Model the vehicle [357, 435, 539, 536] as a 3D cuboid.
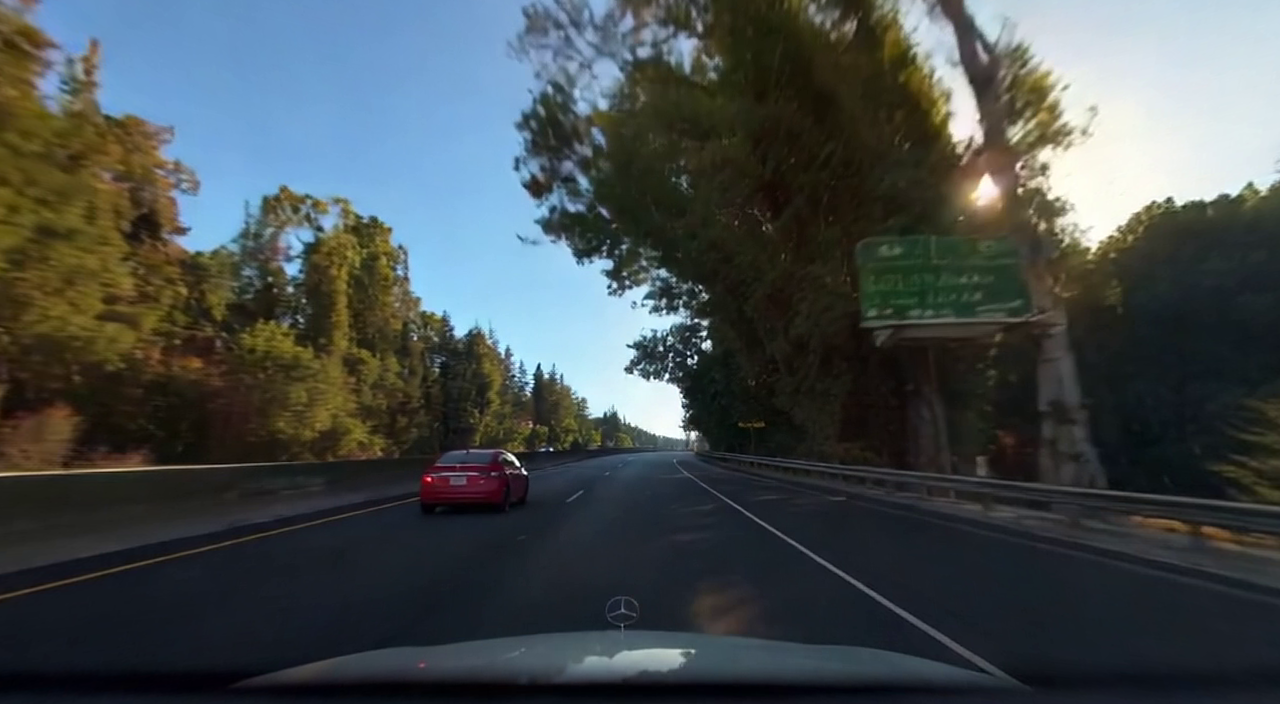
[{"bbox_3d":[-3.197,2.312,11.496,1.934,1.486,4.115,0,-9,1],"label":"vehicle"}]
